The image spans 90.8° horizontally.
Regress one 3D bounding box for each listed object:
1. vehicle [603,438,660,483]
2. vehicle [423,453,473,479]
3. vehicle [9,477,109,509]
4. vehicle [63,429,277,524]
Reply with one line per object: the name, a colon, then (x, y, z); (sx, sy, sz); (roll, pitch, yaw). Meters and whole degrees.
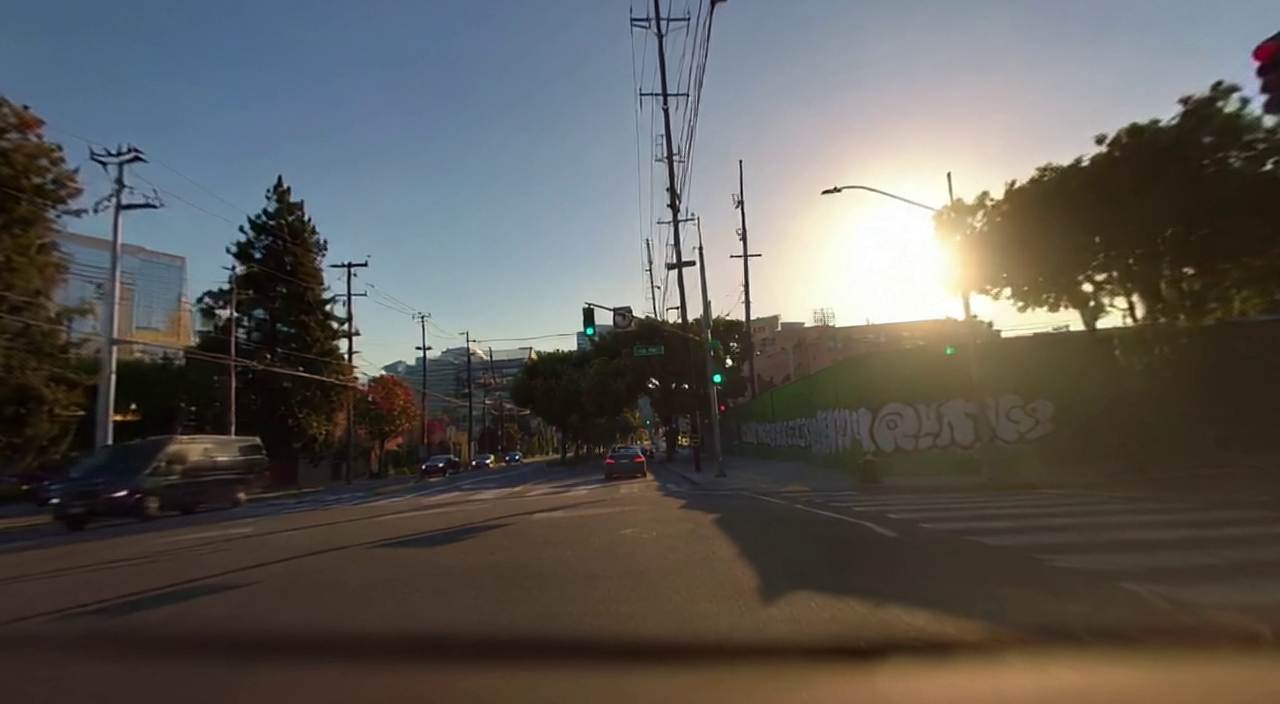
vehicle: (-0.333, 4.316, 25.447); (2.105, 1.611, 3.750); (-1, -8, -1)
vehicle: (-13.084, 7.764, 43.336); (1.992, 1.585, 4.375); (-1, -8, 0)
vehicle: (-32.622, 7.901, 35.613); (1.821, 1.468, 3.884); (-1, -8, 3)
vehicle: (-15.757, 4.110, 21.956); (2.356, 2.730, 6.606); (-1, -8, 0)
